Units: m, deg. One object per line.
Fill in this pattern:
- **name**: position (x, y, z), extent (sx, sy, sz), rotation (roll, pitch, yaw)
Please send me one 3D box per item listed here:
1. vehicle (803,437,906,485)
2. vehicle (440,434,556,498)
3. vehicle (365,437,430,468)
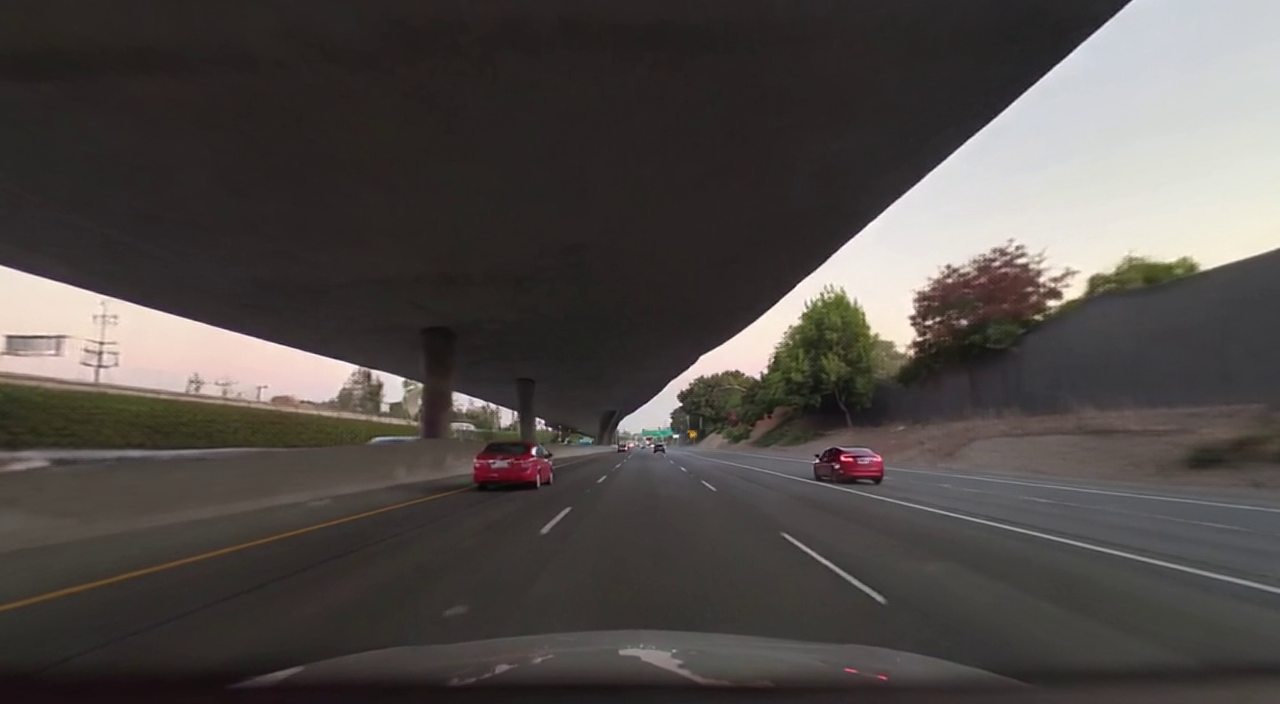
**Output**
- **vehicle**: position (7.301, 3.758, 22.035), extent (1.914, 1.465, 4.574), rotation (0, -8, -1)
- **vehicle**: position (-3.761, 3.133, 17.734), extent (2.085, 1.533, 4.861), rotation (0, -8, 1)
- **vehicle**: position (-17.099, 7.143, 44.867), extent (2.301, 2.034, 5.719), rotation (0, -8, 0)
